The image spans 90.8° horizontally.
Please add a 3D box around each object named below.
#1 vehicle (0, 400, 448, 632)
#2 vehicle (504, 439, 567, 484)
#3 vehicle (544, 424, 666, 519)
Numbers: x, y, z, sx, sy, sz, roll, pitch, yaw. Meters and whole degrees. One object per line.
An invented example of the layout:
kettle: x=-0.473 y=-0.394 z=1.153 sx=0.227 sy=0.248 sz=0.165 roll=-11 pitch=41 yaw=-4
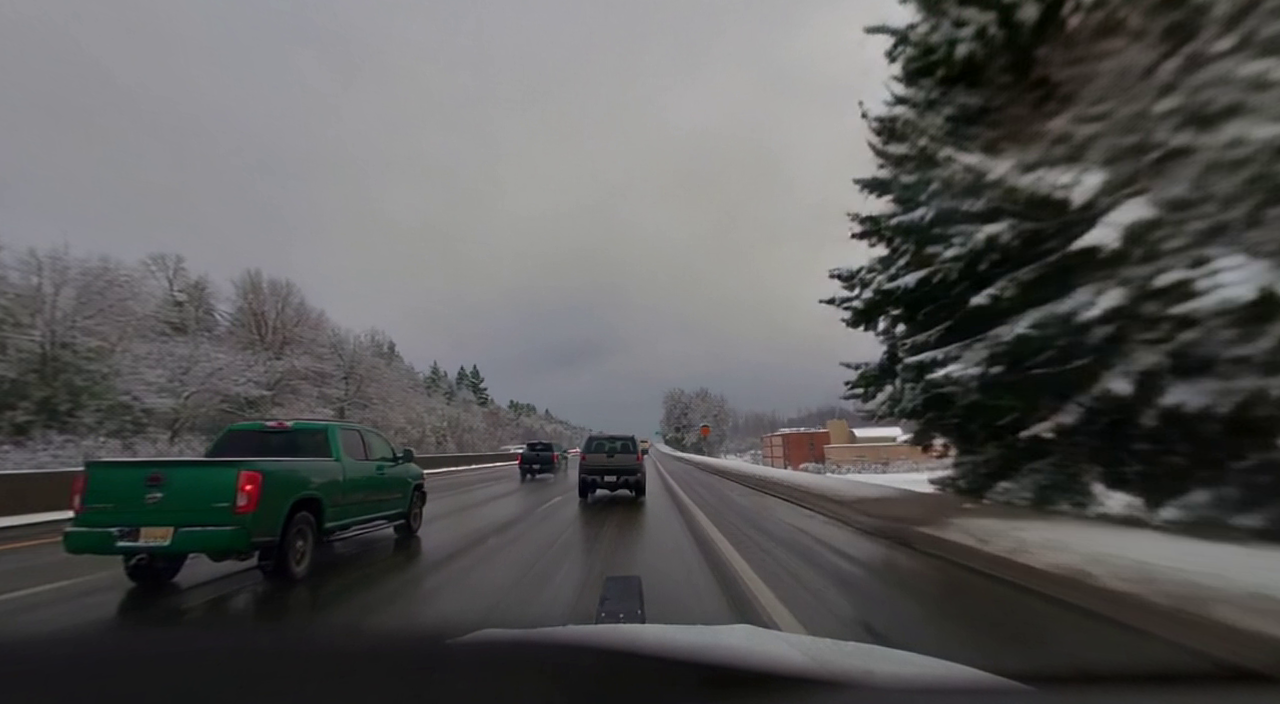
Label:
vehicle: x=-4.037 y=1.597 z=7.344 sx=2.038 sy=1.704 sz=5.181 roll=0 pitch=-8 yaw=-1
vehicle: x=-4.439 y=4.737 z=27.575 sx=1.991 sy=1.776 sz=4.333 roll=0 pitch=-8 yaw=0
vehicle: x=-0.623 y=2.573 z=14.104 sx=2.293 sy=1.753 sz=4.380 roll=0 pitch=-8 yaw=1
